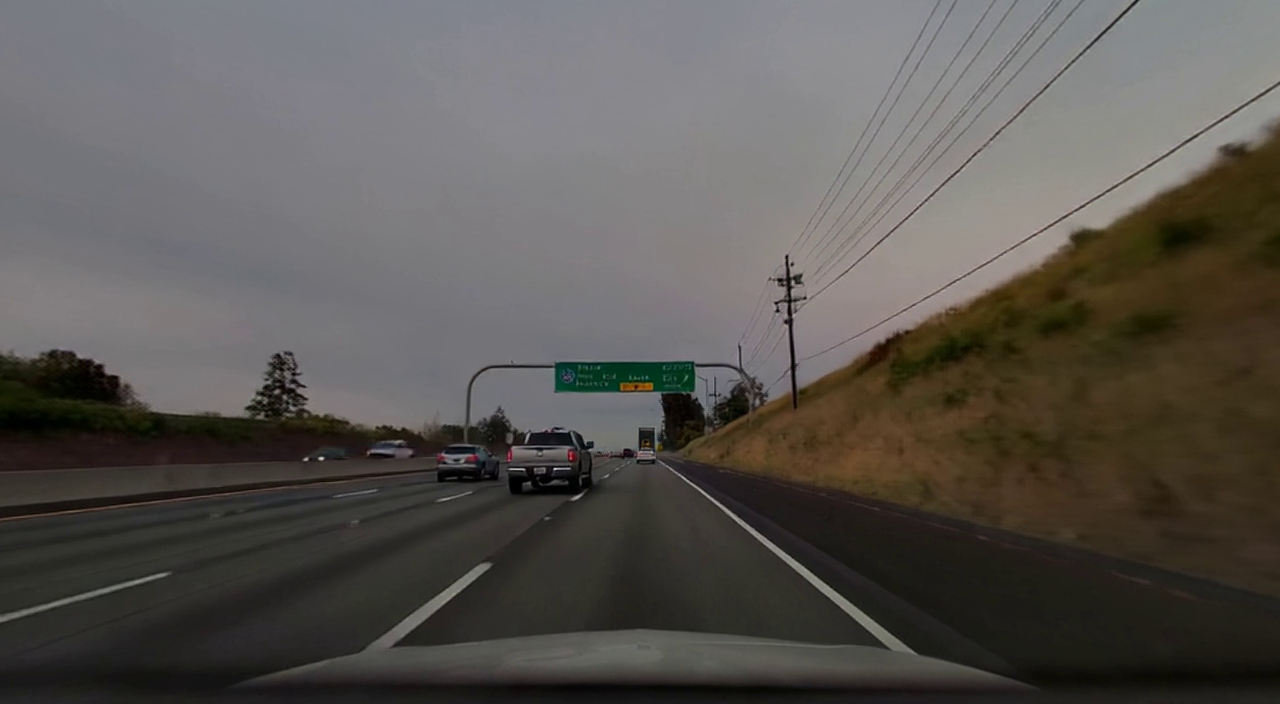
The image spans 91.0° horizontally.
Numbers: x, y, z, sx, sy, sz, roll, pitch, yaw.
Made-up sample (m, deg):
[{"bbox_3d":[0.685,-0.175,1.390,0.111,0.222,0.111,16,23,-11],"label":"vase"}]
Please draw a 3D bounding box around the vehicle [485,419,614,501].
[{"bbox_3d":[-2.446,3.231,19.309,2.972,2.087,6.126,0,-9,1],"label":"vehicle"}]

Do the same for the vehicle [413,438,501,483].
[{"bbox_3d":[-7.458,4.474,26.270,2.143,1.688,4.776,0,-9,1],"label":"vehicle"}]

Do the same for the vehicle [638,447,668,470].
[{"bbox_3d":[0.851,7.445,44.295,2.025,1.485,4.310,0,-9,0],"label":"vehicle"}]

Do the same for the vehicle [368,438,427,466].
[{"bbox_3d":[-16.490,6.809,43.087,2.166,1.769,4.617,0,-9,0],"label":"vehicle"}]
